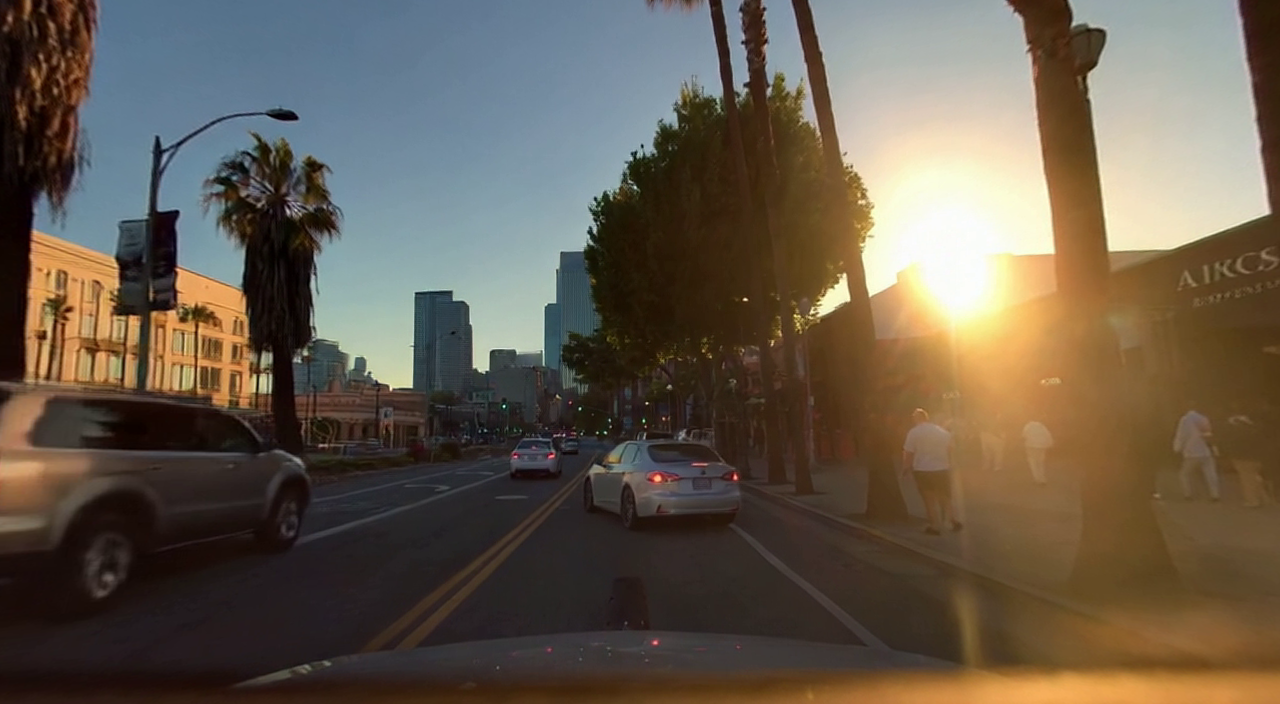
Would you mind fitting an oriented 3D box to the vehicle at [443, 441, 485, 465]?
[{"bbox_3d":[-11.920,6.867,42.997,1.930,1.583,4.423,0,-9,-5],"label":"vehicle"}]

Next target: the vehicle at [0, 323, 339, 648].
[{"bbox_3d":[-5.296,1.199,6.258,2.164,2.047,5.455,0,-9,-3],"label":"vehicle"}]

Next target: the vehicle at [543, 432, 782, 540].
[{"bbox_3d":[0.113,2.220,11.186,1.930,1.477,4.657,5,-10,-31],"label":"vehicle"}]
